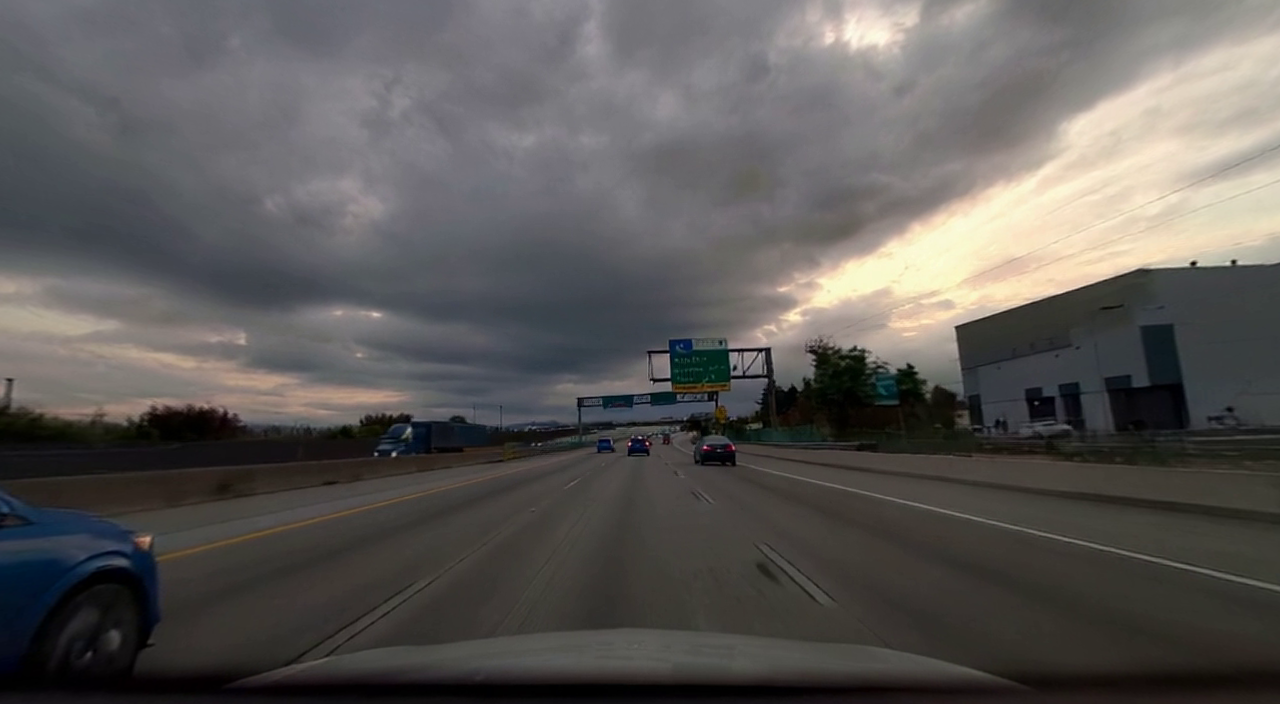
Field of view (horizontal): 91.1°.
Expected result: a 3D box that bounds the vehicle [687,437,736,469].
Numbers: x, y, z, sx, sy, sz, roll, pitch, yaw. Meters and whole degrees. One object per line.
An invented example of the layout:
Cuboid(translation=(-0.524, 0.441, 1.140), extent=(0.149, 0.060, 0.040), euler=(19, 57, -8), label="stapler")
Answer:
Cuboid(translation=(3.620, 5.147, 32.332), extent=(1.992, 1.532, 3.996), euler=(0, -8, -1), label="vehicle")

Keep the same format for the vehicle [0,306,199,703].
Cuboid(translation=(-3.563, 0.533, 0.941), extent=(2.272, 1.795, 4.832), euler=(0, -8, 0), label="vehicle")

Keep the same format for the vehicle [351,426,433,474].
Cuboid(translation=(-16.566, 6.572, 42.567), extent=(2.757, 2.799, 6.953), euler=(-3, -8, 0), label="vehicle")
